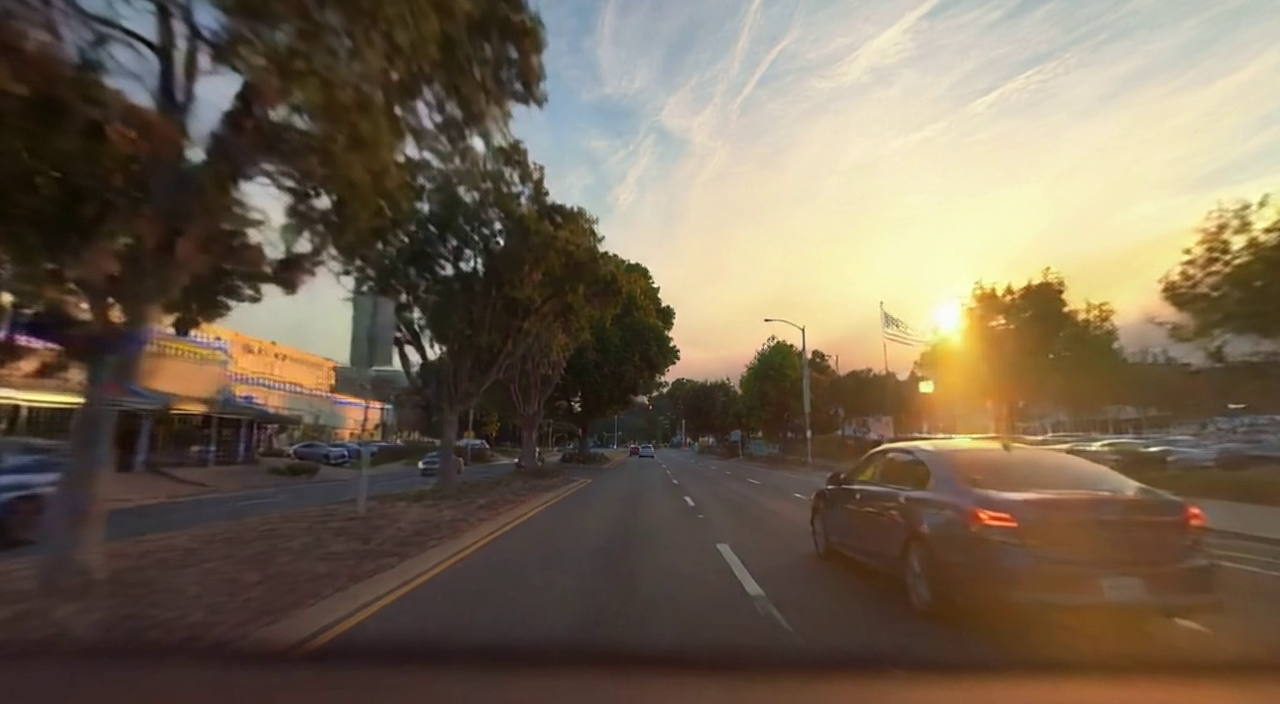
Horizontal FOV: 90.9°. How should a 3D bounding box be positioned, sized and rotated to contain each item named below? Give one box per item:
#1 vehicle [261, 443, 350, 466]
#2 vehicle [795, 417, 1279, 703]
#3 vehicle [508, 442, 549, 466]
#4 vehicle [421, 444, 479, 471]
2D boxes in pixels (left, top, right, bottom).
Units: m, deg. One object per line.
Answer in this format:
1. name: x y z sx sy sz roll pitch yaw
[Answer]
1. vehicle: -23.156 7.121 43.817 4.980 1.521 2.089 0 -8 0
2. vehicle: 3.014 1.417 5.499 2.091 1.472 4.697 0 -8 0
3. vehicle: -7.597 6.981 43.257 1.904 1.501 4.313 0 -8 2
4. vehicle: -11.340 6.323 37.942 1.938 1.487 4.623 0 -8 1
